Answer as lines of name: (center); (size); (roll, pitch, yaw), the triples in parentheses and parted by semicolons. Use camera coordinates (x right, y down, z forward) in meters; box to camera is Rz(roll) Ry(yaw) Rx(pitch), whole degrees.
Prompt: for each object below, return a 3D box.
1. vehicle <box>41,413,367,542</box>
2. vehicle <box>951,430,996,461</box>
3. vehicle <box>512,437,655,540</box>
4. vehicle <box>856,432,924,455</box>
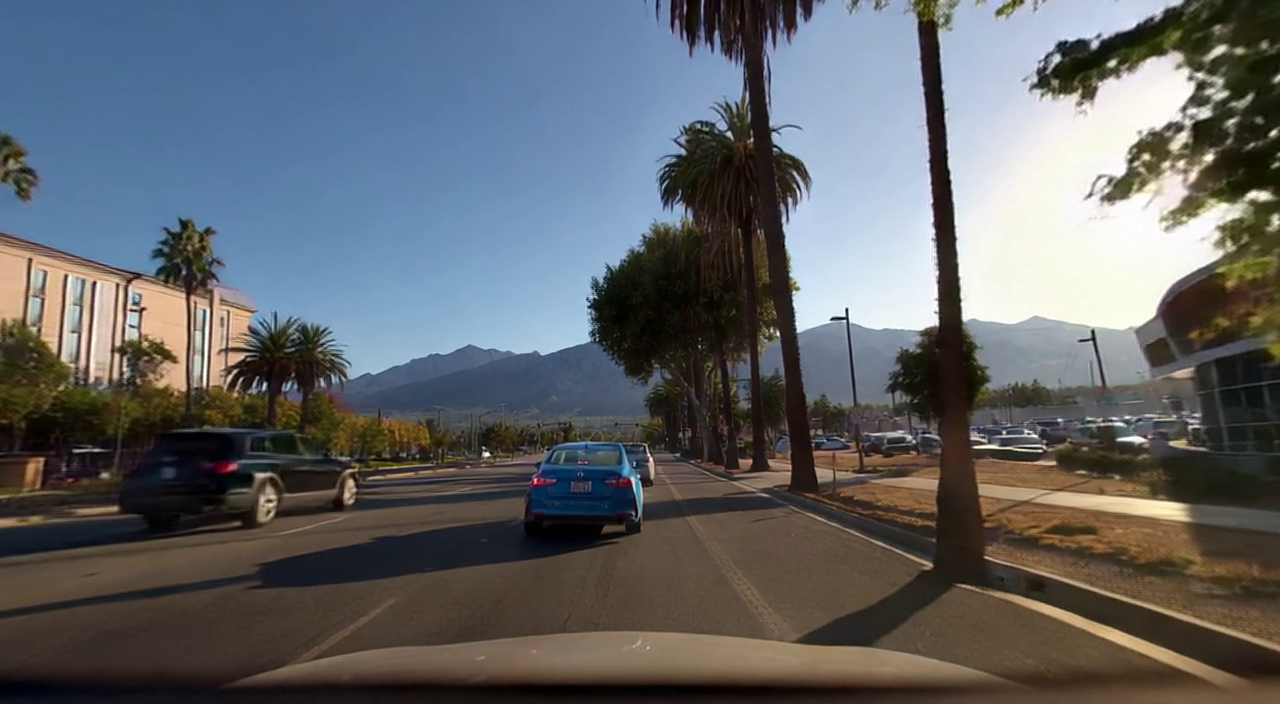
vehicle: (-7.652, 2.271, 12.125); (2.400, 1.900, 5.325); (0, -8, 1)
vehicle: (18.265, 5.142, 34.690); (1.961, 1.526, 4.640); (-4, -10, 26)
vehicle: (-0.915, 2.277, 11.175); (2.067, 1.459, 3.886); (0, -9, -3)
vehicle: (19.136, 7.012, 48.528); (1.925, 1.652, 4.490); (6, -10, -35)
